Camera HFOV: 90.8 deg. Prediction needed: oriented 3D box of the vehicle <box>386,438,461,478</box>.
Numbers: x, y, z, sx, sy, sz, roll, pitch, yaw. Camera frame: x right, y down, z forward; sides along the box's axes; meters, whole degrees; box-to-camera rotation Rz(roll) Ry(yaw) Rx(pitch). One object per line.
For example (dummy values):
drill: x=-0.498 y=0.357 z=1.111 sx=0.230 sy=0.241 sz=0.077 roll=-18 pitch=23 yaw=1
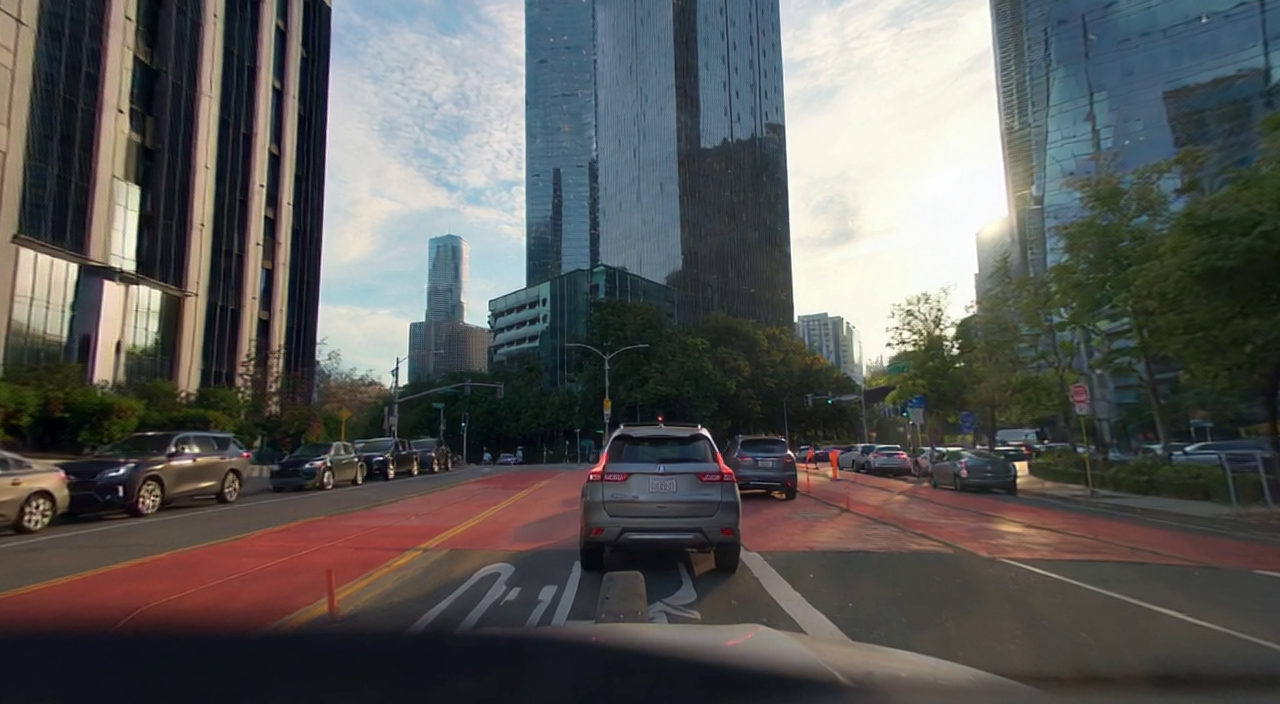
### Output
vehicle: x=-11.640 y=5.724 z=34.517 sx=2.338 sy=1.963 sz=5.740 roll=0 pitch=-8 yaw=-3

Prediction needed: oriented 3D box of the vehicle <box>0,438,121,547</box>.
vehicle: x=-9.967 y=1.972 z=8.853 sx=1.844 sy=1.524 sz=4.371 roll=0 pitch=-8 yaw=-4

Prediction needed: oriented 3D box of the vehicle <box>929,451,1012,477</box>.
vehicle: x=23.683 y=7.995 z=45.330 sx=4.956 sy=1.706 sz=1.822 roll=-6 pitch=-10 yaw=34

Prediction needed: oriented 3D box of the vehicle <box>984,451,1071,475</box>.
vehicle: x=28.320 y=8.065 z=46.220 sx=5.153 sy=1.626 sz=1.895 roll=-6 pitch=-11 yaw=36

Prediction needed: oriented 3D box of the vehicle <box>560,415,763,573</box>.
vehicle: x=0.280 y=1.850 z=9.003 sx=2.192 sy=1.695 sz=4.142 roll=0 pitch=-8 yaw=1

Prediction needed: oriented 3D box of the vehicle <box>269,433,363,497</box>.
vehicle: x=-10.942 y=3.809 z=21.620 sx=1.559 sy=1.973 sz=3.419 roll=0 pitch=-8 yaw=-4

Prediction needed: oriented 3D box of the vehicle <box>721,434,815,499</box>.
vehicle: x=3.876 y=3.546 z=20.021 sx=2.143 sy=1.793 sz=4.763 roll=0 pitch=-8 yaw=3

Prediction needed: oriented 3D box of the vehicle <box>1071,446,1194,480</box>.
vehicle: x=31.197 y=7.020 z=40.274 sx=5.890 sy=1.996 sz=2.155 roll=-6 pitch=-10 yaw=35

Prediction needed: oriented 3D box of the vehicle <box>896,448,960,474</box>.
vehicle: x=22.766 y=8.595 z=49.979 sx=4.211 sy=1.820 sz=2.094 roll=-4 pitch=-10 yaw=33

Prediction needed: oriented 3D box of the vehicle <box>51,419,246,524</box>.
vehicle: x=-10.319 y=2.487 z=13.635 sx=1.543 sy=1.946 sz=3.454 roll=1 pitch=-8 yaw=-5
